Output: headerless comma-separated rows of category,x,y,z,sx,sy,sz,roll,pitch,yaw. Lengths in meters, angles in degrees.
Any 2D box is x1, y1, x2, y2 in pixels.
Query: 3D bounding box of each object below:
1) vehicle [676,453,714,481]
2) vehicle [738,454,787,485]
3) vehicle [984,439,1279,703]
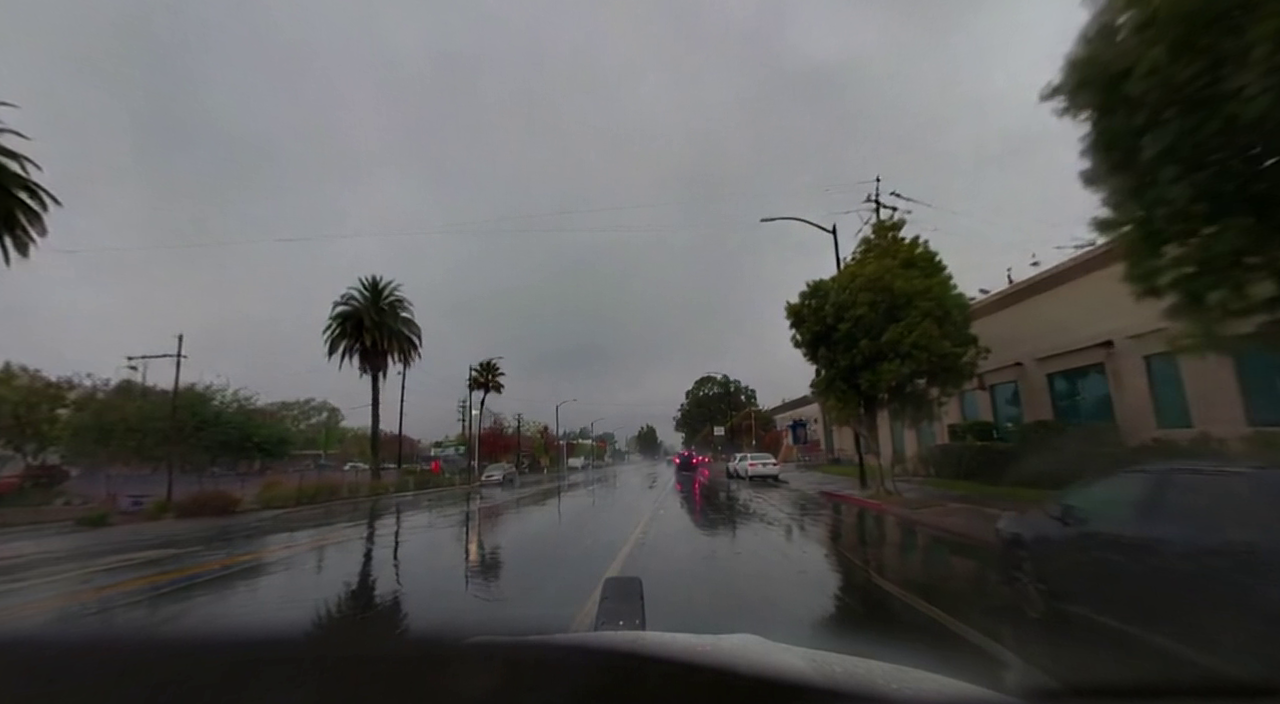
vehicle,3.191,6.637,36.659,2.067,1.477,4.653,-1,-9,5
vehicle,6.510,6.289,34.013,1.834,1.504,4.331,0,-9,1
vehicle,4.306,1.323,3.873,2.025,1.538,4.707,-1,-9,4
